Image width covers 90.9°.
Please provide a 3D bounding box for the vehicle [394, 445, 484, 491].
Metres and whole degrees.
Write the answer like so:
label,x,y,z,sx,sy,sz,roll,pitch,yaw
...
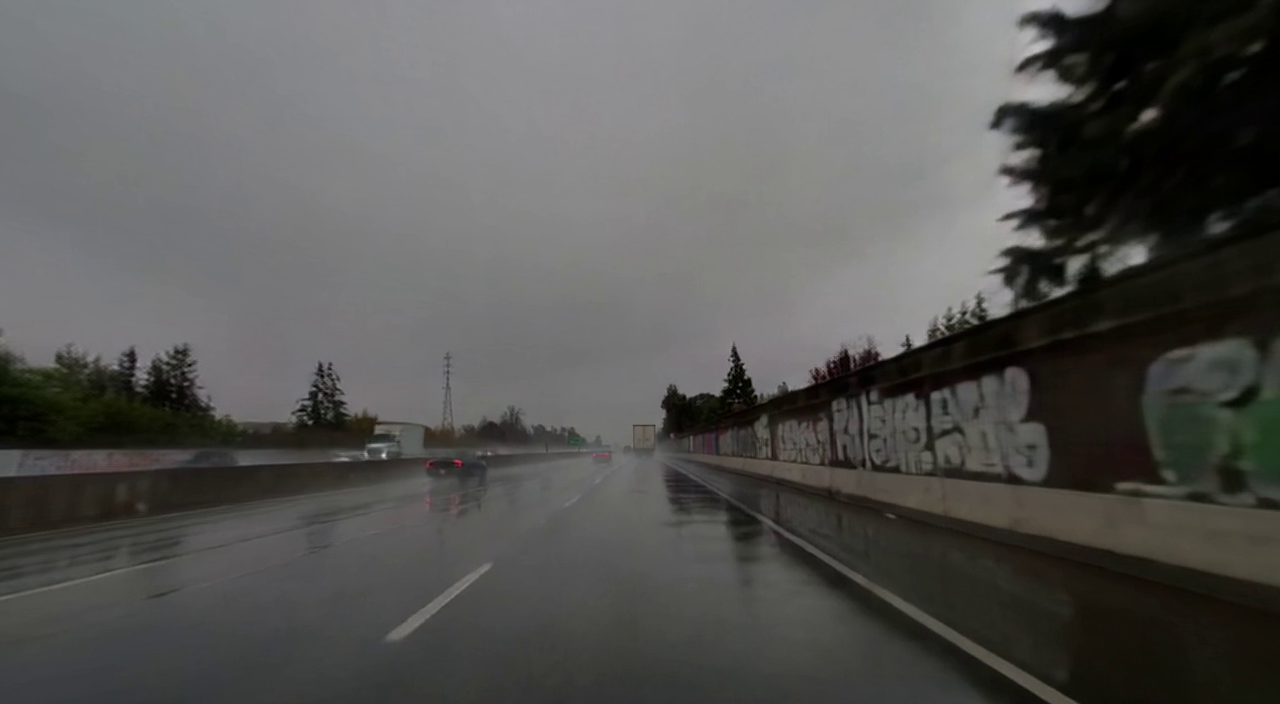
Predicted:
label,x,y,z,sx,sy,sz,roll,pitch,yaw
vehicle,-6.724,3.889,21.393,2.027,1.431,3.033,0,-9,0
